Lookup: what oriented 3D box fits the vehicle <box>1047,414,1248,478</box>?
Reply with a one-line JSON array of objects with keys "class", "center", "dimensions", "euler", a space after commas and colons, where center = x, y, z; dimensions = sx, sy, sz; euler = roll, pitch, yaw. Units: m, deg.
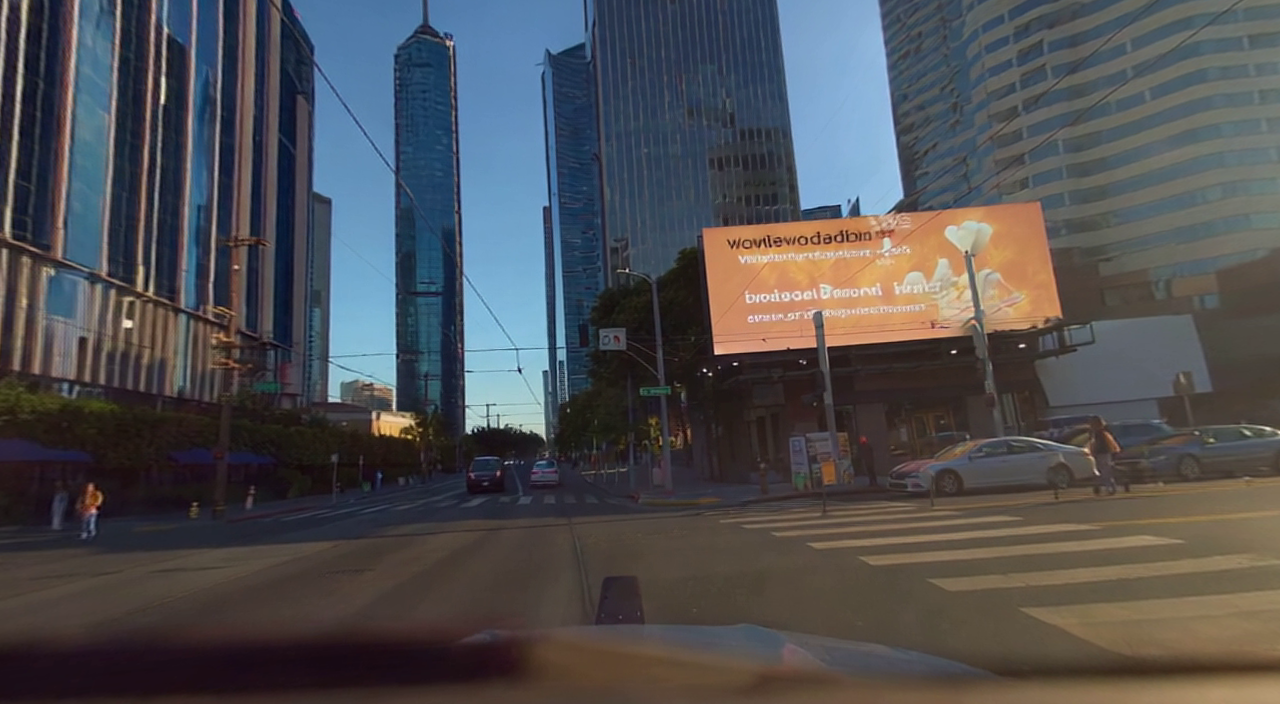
[{"class": "vehicle", "center": [16.541, 3.092, 20.774], "dimensions": [4.944, 1.946, 1.952], "euler": [1, -9, -3]}]

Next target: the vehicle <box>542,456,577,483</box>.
[{"class": "vehicle", "center": [-4.953, 7.283, 39.300], "dimensions": [1.797, 1.490, 4.549], "euler": [0, -9, -3]}]

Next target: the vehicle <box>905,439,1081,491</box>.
[{"class": "vehicle", "center": [11.185, 3.572, 20.166], "dimensions": [4.697, 1.510, 1.596], "euler": [0, -9, -5]}]

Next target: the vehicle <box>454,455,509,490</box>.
[{"class": "vehicle", "center": [-8.846, 6.742, 35.688], "dimensions": [2.121, 1.792, 4.510], "euler": [0, -9, -2]}]

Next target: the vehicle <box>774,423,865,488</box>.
[{"class": "vehicle", "center": [7.295, 4.204, 26.232], "dimensions": [2.316, 2.425, 4.466], "euler": [1, -7, -2]}]
